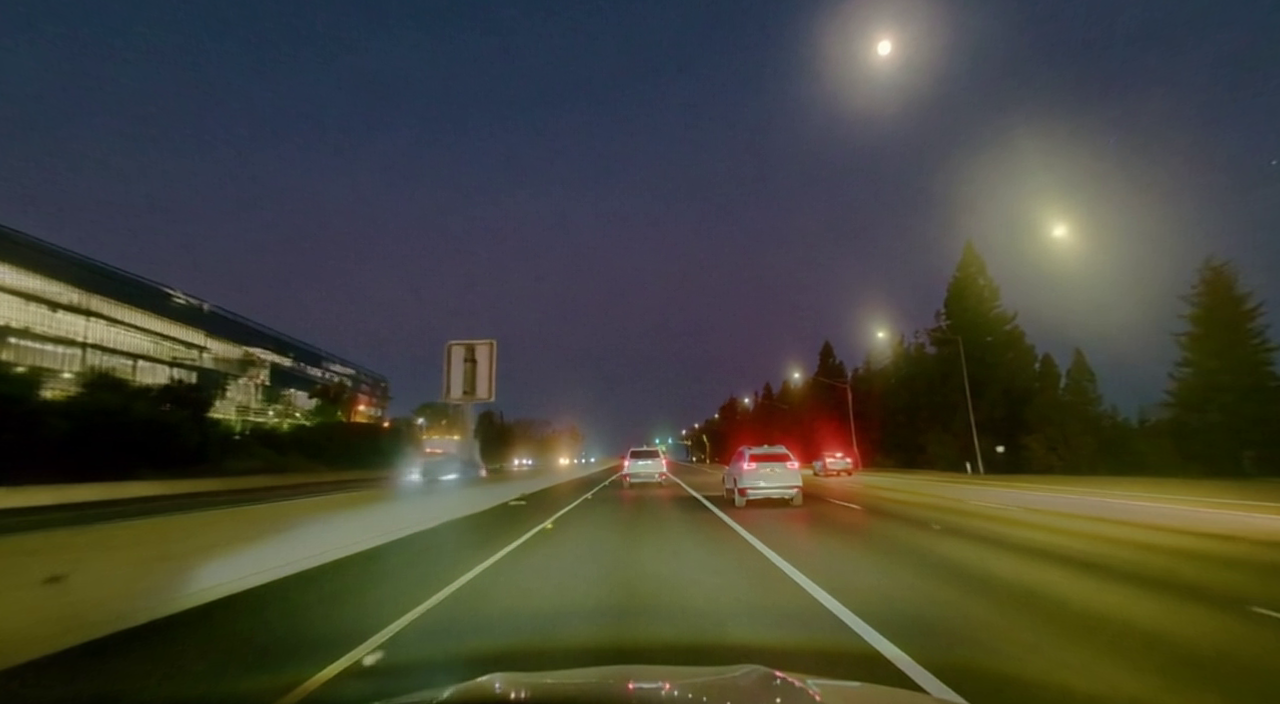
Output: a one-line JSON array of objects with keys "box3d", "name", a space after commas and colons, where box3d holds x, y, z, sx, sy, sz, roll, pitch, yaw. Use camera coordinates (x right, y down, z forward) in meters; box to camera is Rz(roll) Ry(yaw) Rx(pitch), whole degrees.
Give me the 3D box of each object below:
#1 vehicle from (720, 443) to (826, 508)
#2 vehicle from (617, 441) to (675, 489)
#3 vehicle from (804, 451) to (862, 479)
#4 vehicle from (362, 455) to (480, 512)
[{"box3d": [3.562, 3.371, 17.690, 2.042, 1.592, 4.047, 0, -8, -1], "name": "vehicle"}, {"box3d": [0.242, 4.783, 27.140, 2.290, 1.862, 4.454, 0, -8, 1], "name": "vehicle"}, {"box3d": [11.365, 6.677, 37.546, 1.985, 1.503, 4.842, 0, -8, 1], "name": "vehicle"}, {"box3d": [-6.654, 4.024, 19.852, 1.830, 1.466, 5.021, 0, -9, 1], "name": "vehicle"}]
